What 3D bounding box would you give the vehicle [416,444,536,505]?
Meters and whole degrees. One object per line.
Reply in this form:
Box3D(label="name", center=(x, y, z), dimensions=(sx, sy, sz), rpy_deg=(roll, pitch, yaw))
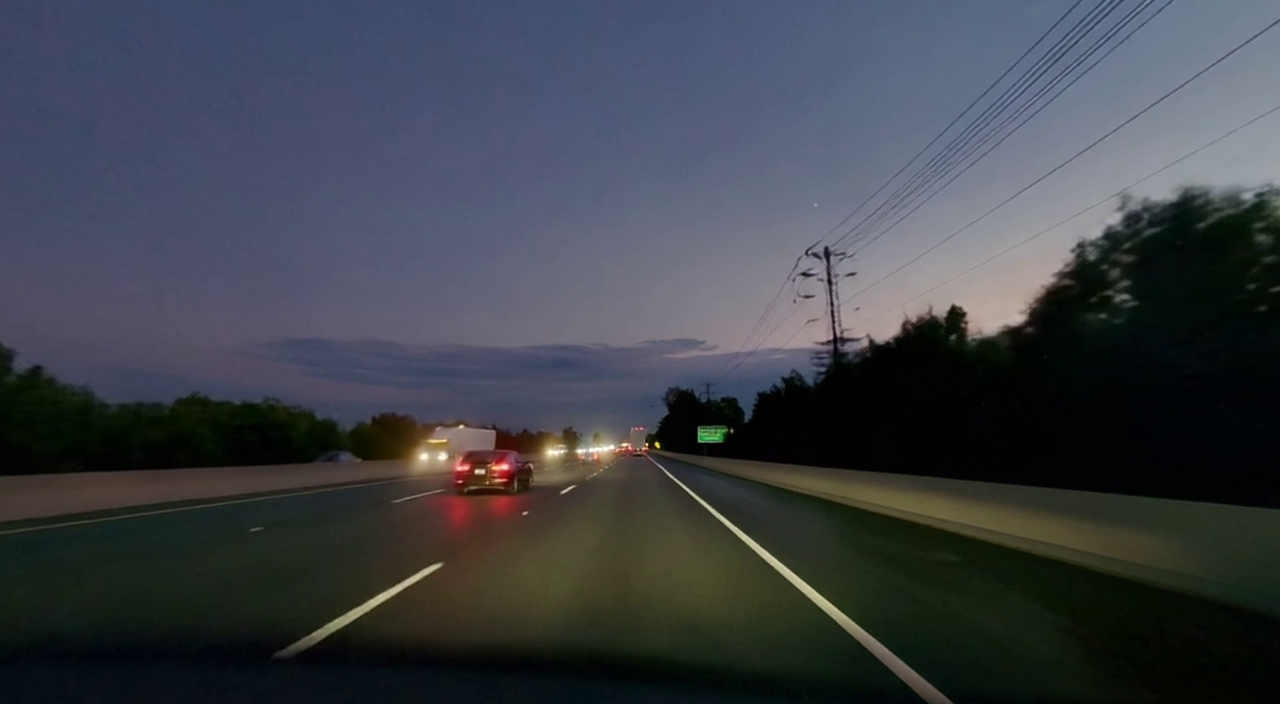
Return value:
Box3D(label="vehicle", center=(-4.326, 3.302, 17.457), dimensions=(2.106, 1.445, 4.404), rpy_deg=(0, -9, 0))
